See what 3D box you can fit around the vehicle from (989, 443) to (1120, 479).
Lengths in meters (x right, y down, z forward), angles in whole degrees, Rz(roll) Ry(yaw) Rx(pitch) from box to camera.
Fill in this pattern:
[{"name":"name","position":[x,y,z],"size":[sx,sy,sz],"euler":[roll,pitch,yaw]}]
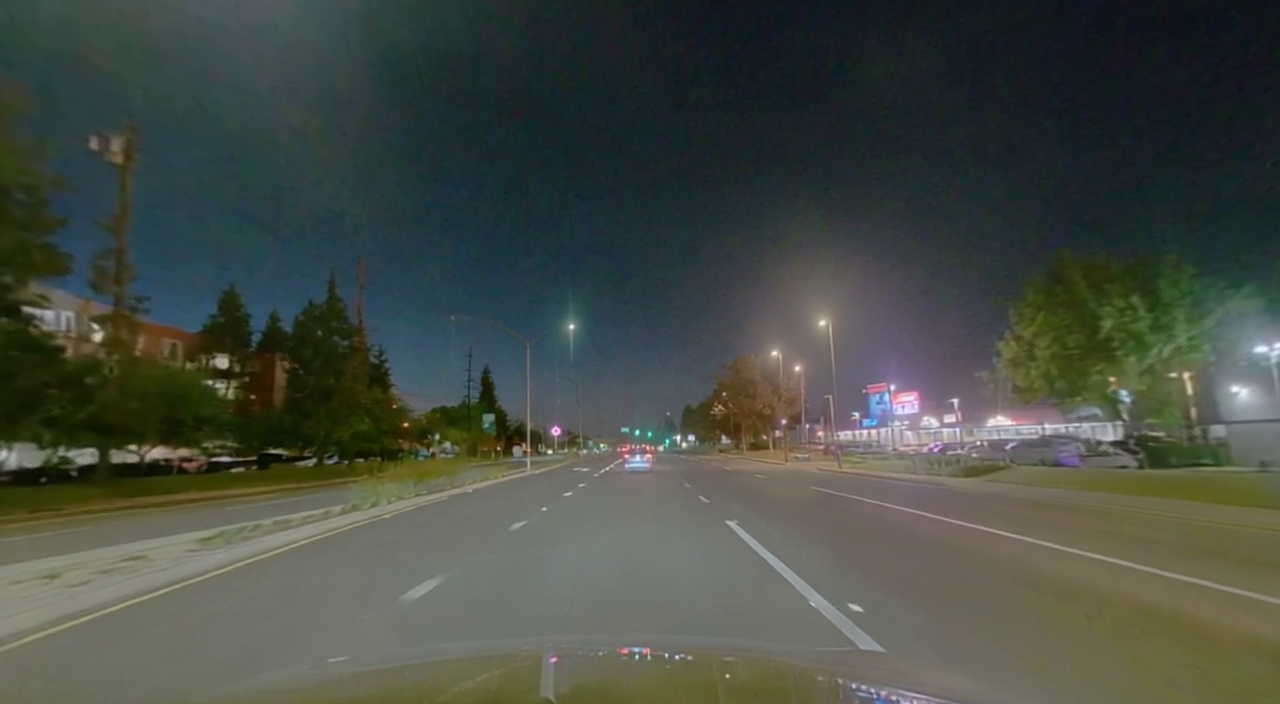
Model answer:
[{"name":"vehicle","position":[16.465,4.354,25.353],"size":[1.860,1.276,4.671],"euler":[0,-9,-4]}]

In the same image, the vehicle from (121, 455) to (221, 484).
[{"name":"vehicle","position":[-27.177,6.805,36.568],"size":[4.355,1.504,1.874],"euler":[-2,-9,1]}]

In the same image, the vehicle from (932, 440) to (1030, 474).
[{"name":"vehicle","position":[16.226,5.006,30.258],"size":[1.949,1.458,4.865],"euler":[0,-9,0]}]

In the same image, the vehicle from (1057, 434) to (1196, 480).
[{"name":"vehicle","position":[19.182,4.159,25.144],"size":[1.900,1.639,4.397],"euler":[0,-9,-2]}]

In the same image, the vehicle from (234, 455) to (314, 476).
[{"name":"vehicle","position":[-26.924,8.332,46.430],"size":[4.660,1.446,1.870],"euler":[0,-9,-3]}]

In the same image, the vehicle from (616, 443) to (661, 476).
[{"name":"vehicle","position":[-0.124,5.126,30.108],"size":[1.998,1.452,3.773],"euler":[0,-9,-1]}]

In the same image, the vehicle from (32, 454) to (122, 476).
[{"name":"vehicle","position":[-39.632,7.969,44.379],"size":[4.331,1.467,2.006],"euler":[0,-9,-1]}]
